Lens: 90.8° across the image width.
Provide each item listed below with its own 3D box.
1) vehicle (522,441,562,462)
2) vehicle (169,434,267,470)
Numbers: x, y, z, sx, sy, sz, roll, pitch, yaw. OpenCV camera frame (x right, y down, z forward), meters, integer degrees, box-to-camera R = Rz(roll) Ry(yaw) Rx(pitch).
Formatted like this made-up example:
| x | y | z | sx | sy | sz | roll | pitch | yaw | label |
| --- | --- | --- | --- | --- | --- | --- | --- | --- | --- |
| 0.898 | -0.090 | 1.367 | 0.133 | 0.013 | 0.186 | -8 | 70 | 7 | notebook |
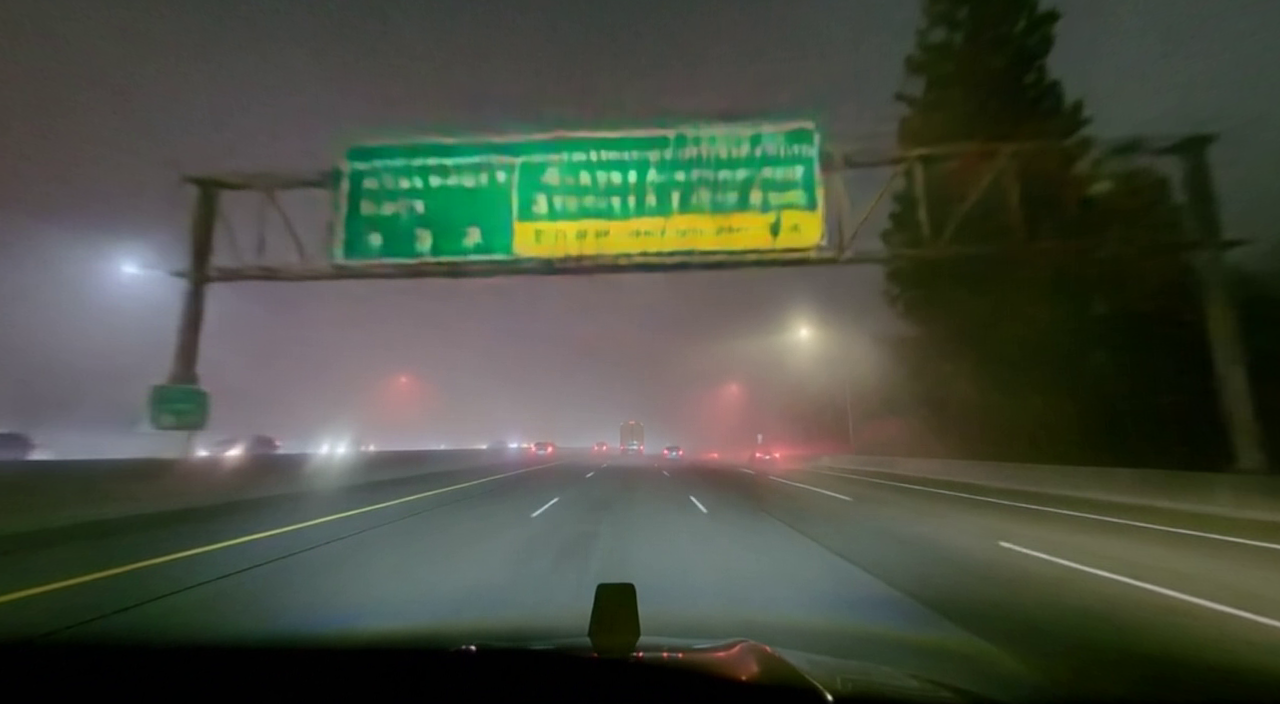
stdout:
| x | y | z | sx | sy | sz | roll | pitch | yaw | label |
| --- | --- | --- | --- | --- | --- | --- | --- | --- | --- |
| -7.282 | 7.449 | 47.405 | 2.117 | 1.518 | 4.930 | 0 | -8 | 1 | vehicle |
| -19.231 | 4.561 | 28.987 | 1.822 | 1.496 | 3.822 | 0 | -8 | 0 | vehicle |
